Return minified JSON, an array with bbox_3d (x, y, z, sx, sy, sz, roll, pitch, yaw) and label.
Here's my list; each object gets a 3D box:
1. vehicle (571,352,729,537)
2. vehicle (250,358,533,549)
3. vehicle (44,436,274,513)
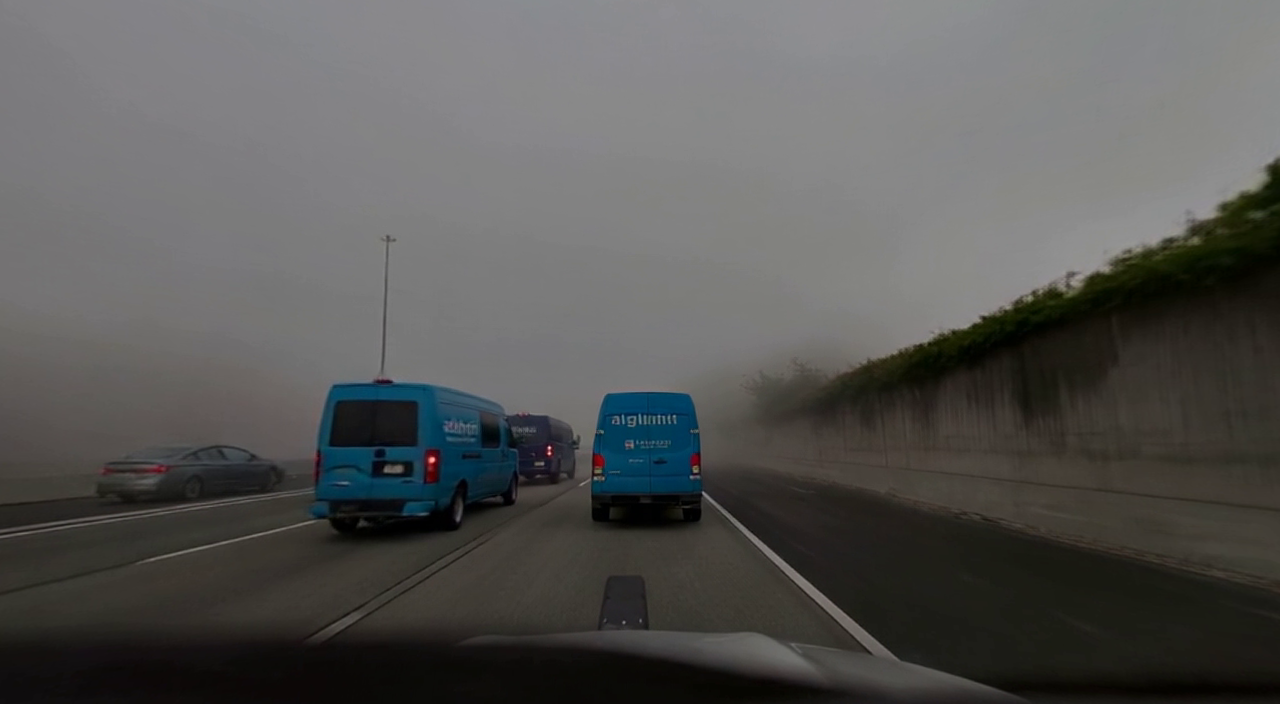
[{"bbox_3d":[0.155,1.824,12.576,2.316,2.738,6.398,0,-9,0],"label":"vehicle"},{"bbox_3d":[-3.635,1.691,10.871,2.729,2.439,5.418,0,-8,-1],"label":"vehicle"},{"bbox_3d":[-11.038,2.814,15.000,1.839,1.524,4.449,0,-8,2],"label":"vehicle"}]
